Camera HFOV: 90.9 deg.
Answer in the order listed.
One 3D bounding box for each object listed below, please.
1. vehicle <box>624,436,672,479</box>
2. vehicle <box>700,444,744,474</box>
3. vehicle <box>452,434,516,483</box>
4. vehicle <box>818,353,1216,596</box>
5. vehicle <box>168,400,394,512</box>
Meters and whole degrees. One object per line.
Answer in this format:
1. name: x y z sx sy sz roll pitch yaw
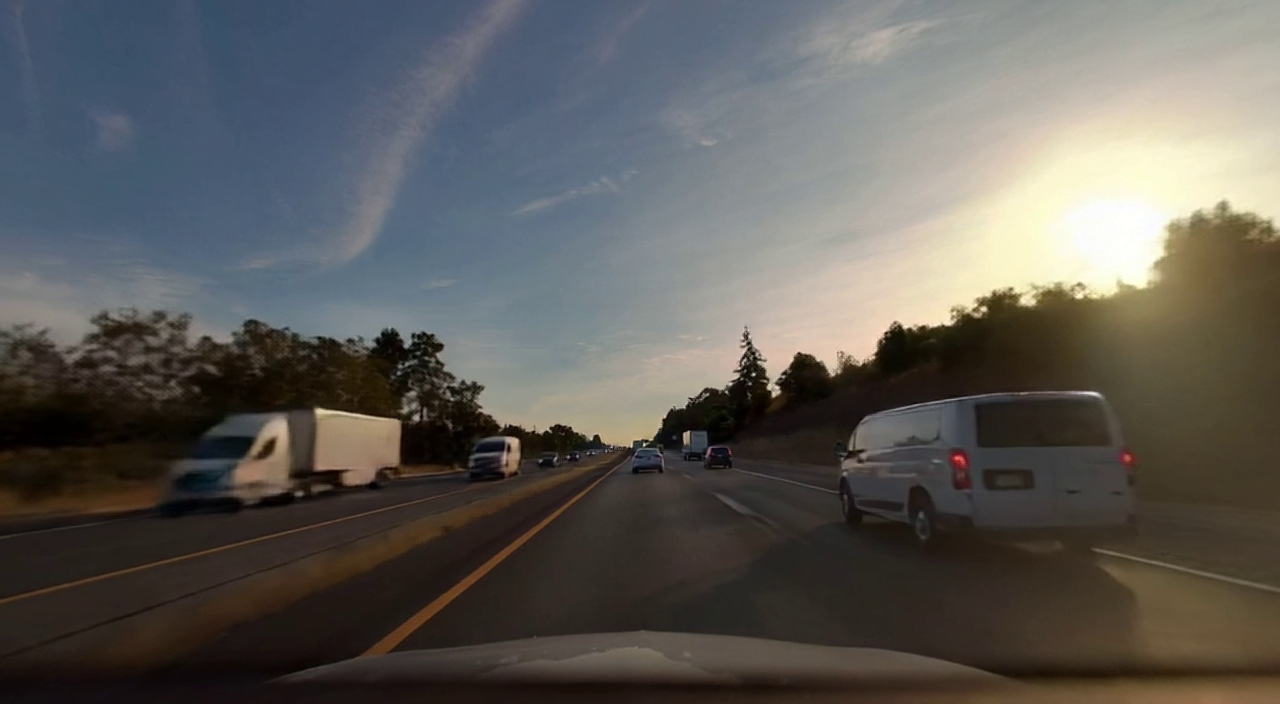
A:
1. vehicle: 0.381 5.061 30.454 2.143 1.925 4.101 0 -9 0
2. vehicle: 4.591 6.027 35.736 1.868 1.566 3.509 0 -9 -2
3. vehicle: -8.652 5.939 35.593 2.171 2.512 5.597 0 -9 0
4. vehicle: 4.232 1.495 8.389 2.232 2.290 4.720 0 -9 -1
5. vehicle: -13.683 4.158 25.691 3.003 3.610 10.351 0 -9 0
